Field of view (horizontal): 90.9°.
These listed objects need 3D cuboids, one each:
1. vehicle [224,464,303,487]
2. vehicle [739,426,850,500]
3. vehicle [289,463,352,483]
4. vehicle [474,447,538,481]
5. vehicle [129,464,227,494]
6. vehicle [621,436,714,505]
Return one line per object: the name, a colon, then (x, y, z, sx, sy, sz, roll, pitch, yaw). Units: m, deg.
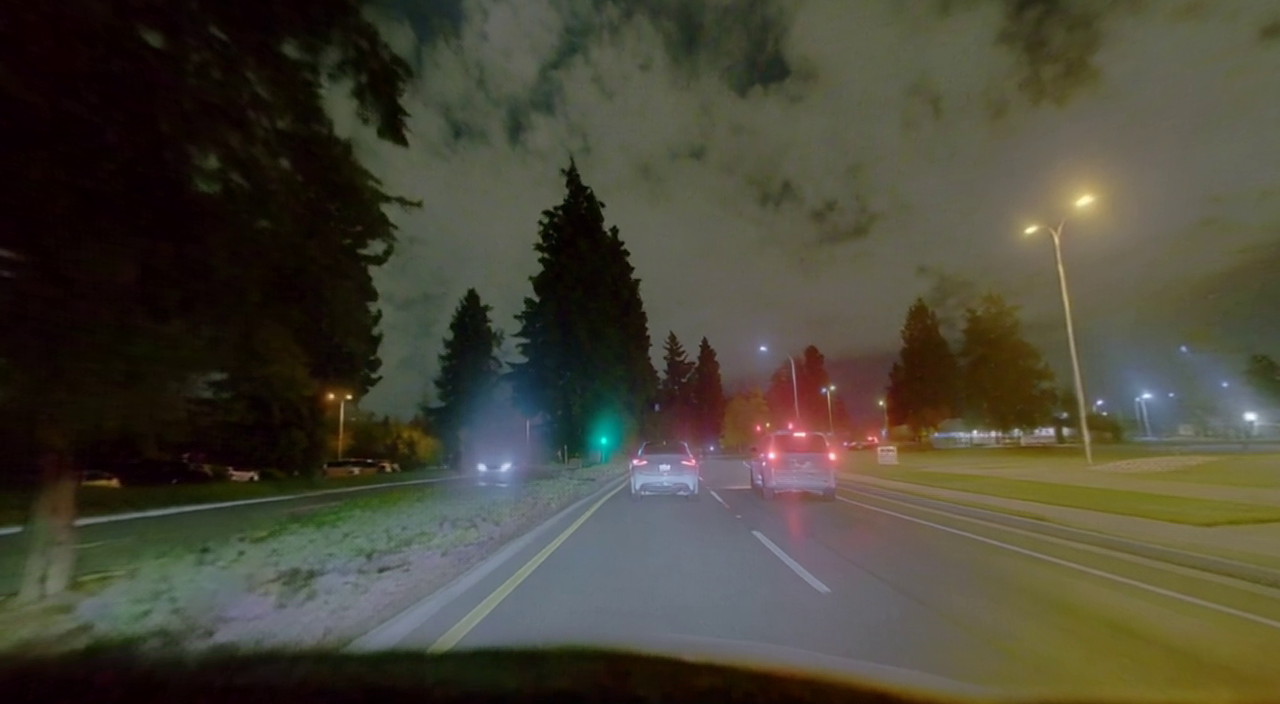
vehicle: (-26.563, 8.708, 44.586, 4.366, 1.486, 2.072, -1, -8, 6)
vehicle: (4.268, 3.148, 18.393, 1.953, 1.818, 5.299, -1, -8, 1)
vehicle: (-25.162, 9.511, 49.686, 4.011, 1.473, 1.913, -2, -8, 11)
vehicle: (-6.547, 5.550, 31.290, 1.773, 1.449, 4.322, -6, -10, 6)
vehicle: (-27.150, 7.472, 37.144, 4.434, 1.582, 1.946, -2, -8, 8)
vehicle: (0.715, 3.085, 16.859, 2.154, 1.585, 3.997, -1, -8, 2)
